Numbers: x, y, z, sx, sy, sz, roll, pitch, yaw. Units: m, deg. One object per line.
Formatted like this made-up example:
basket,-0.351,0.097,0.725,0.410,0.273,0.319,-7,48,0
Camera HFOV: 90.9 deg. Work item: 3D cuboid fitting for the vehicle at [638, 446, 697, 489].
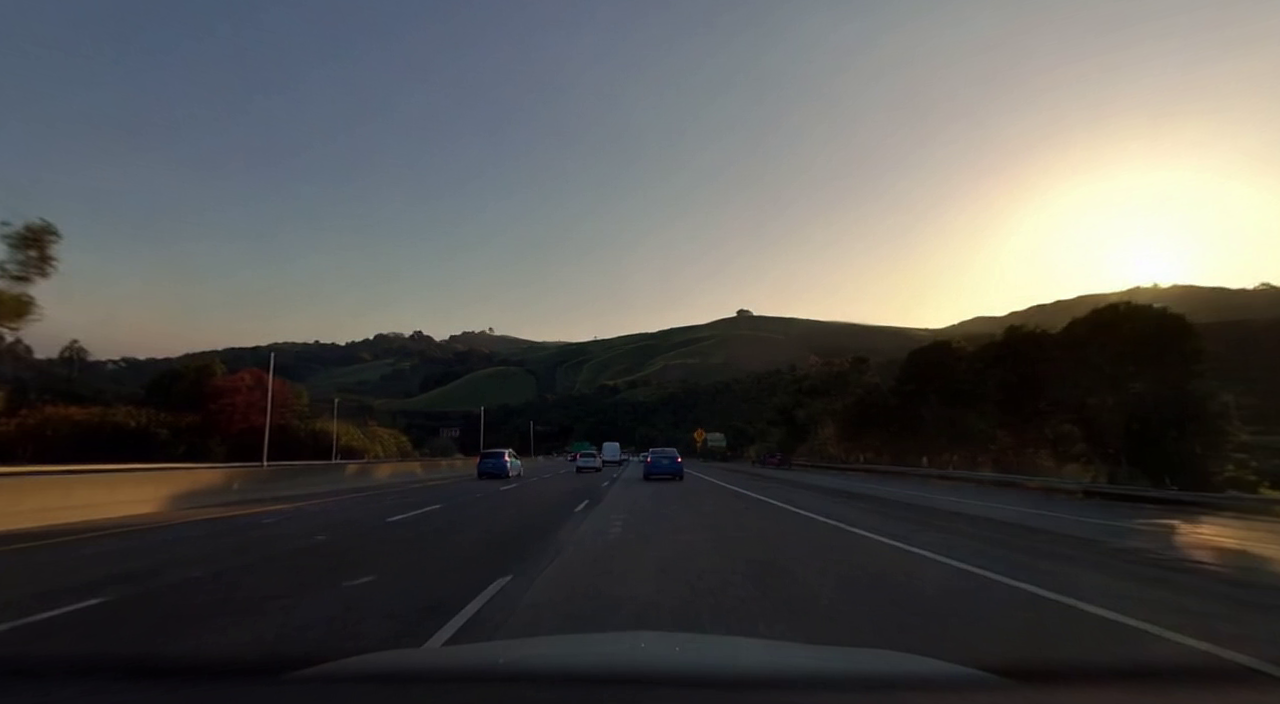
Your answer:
vehicle,0.979,4.465,24.739,2.050,1.491,4.362,0,-9,-1

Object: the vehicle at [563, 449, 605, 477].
vehicle,-3.195,6.418,36.771,1.990,1.501,4.250,0,-9,1

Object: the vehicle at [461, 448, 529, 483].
vehicle,-6.750,5.305,29.909,2.012,1.504,4.729,0,-9,1
